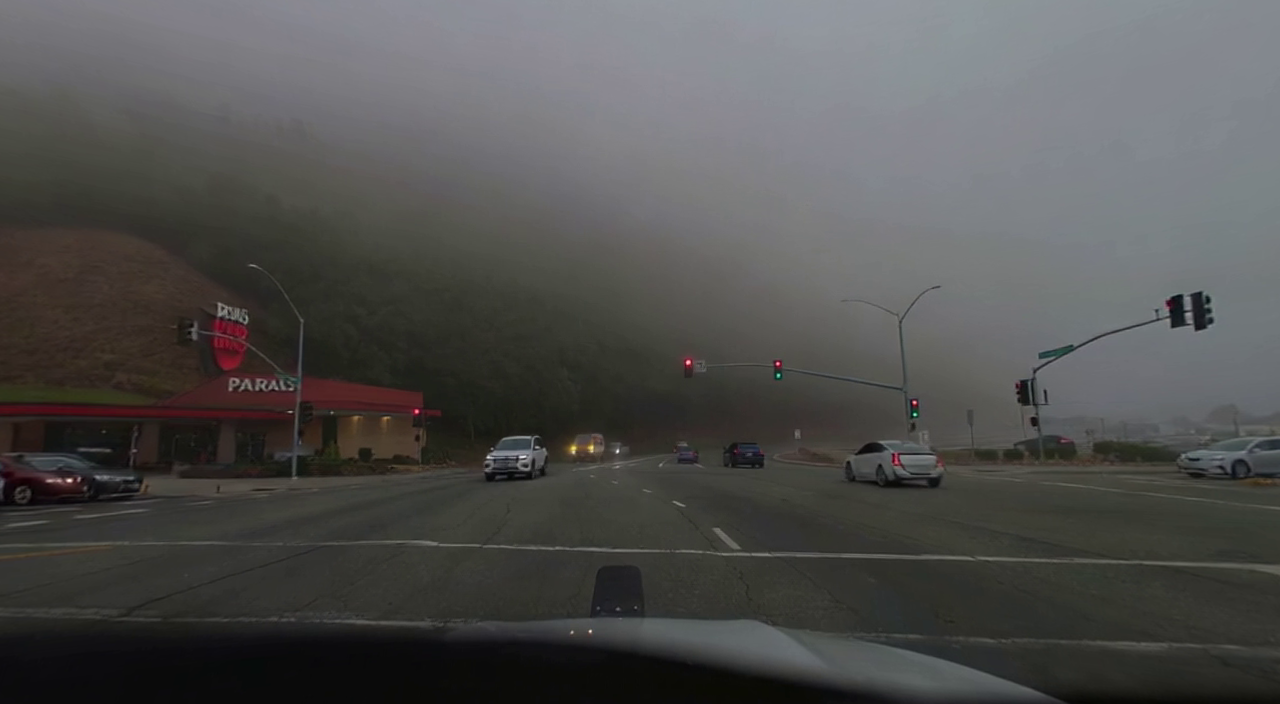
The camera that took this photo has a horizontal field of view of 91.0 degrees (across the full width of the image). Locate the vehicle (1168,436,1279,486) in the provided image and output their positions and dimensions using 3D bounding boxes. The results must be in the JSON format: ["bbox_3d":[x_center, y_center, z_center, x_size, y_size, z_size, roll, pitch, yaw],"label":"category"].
[{"bbox_3d":[25.046,4.499,26.076,4.546,1.944,2.051,1,-9,-5],"label":"vehicle"}]

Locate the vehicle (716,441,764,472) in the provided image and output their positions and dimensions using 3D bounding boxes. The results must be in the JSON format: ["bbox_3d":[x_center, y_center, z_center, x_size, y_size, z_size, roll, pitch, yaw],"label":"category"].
[{"bbox_3d":[5.557,5.853,35.422,1.855,1.622,4.167,0,-8,-2],"label":"vehicle"}]

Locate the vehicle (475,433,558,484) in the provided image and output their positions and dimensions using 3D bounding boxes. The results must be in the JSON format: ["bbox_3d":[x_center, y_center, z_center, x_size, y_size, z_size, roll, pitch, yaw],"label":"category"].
[{"bbox_3d":[-4.635,4.068,24.373,2.199,1.745,4.669,0,-8,1],"label":"vehicle"}]

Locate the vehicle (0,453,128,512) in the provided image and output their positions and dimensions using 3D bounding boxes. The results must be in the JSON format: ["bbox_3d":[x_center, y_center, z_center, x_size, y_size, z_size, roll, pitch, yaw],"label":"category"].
[{"bbox_3d":[-19.801,4.188,20.478,4.440,1.748,2.033,0,-9,1],"label":"vehicle"}]

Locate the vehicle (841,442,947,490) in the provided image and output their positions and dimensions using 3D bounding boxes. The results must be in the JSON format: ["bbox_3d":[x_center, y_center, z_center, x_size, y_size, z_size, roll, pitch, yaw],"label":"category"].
[{"bbox_3d":[9.139,4.117,23.104,1.911,1.594,4.378,0,-9,-2],"label":"vehicle"}]
